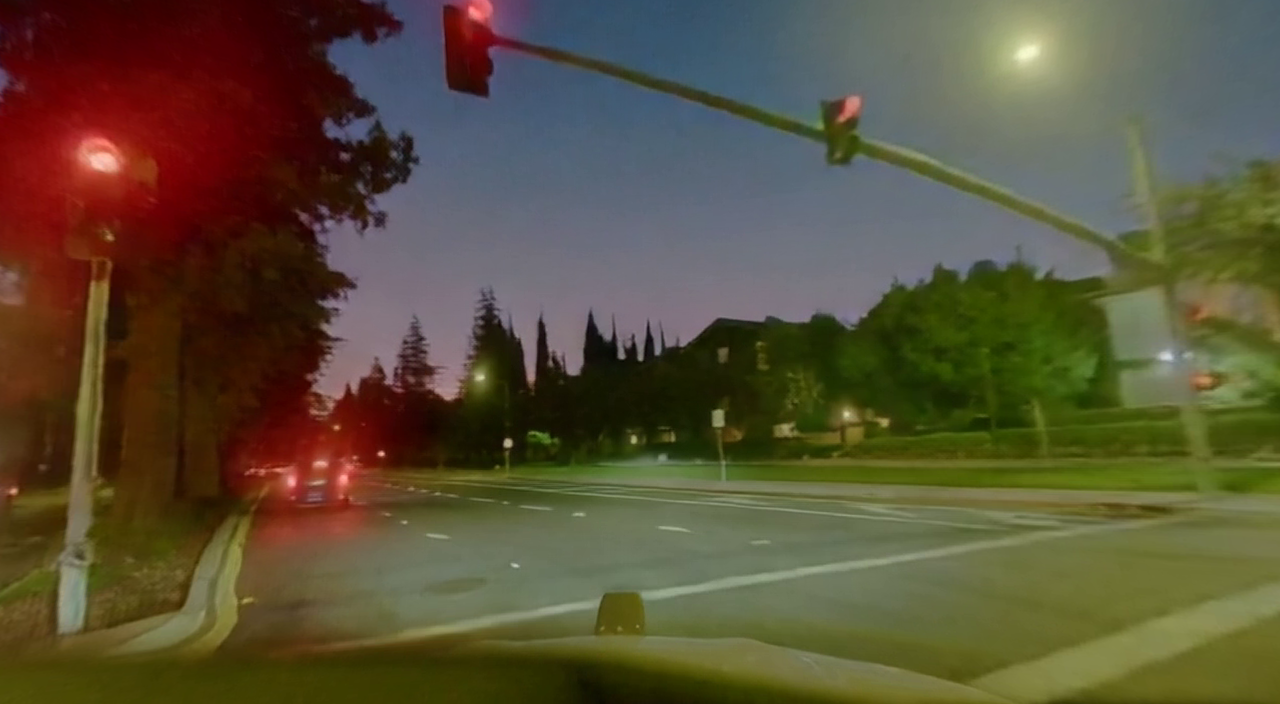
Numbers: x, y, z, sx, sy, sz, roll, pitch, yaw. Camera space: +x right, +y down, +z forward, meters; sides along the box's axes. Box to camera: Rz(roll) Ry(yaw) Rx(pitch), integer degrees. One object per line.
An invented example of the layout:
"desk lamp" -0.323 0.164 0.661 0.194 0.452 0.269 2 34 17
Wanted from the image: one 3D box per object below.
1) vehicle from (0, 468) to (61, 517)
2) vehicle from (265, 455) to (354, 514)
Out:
"vehicle" -28.460 6.344 28.722 2.043 1.894 4.603 5 -10 -30
"vehicle" -10.604 4.099 20.110 2.093 1.591 4.247 5 -10 -31
